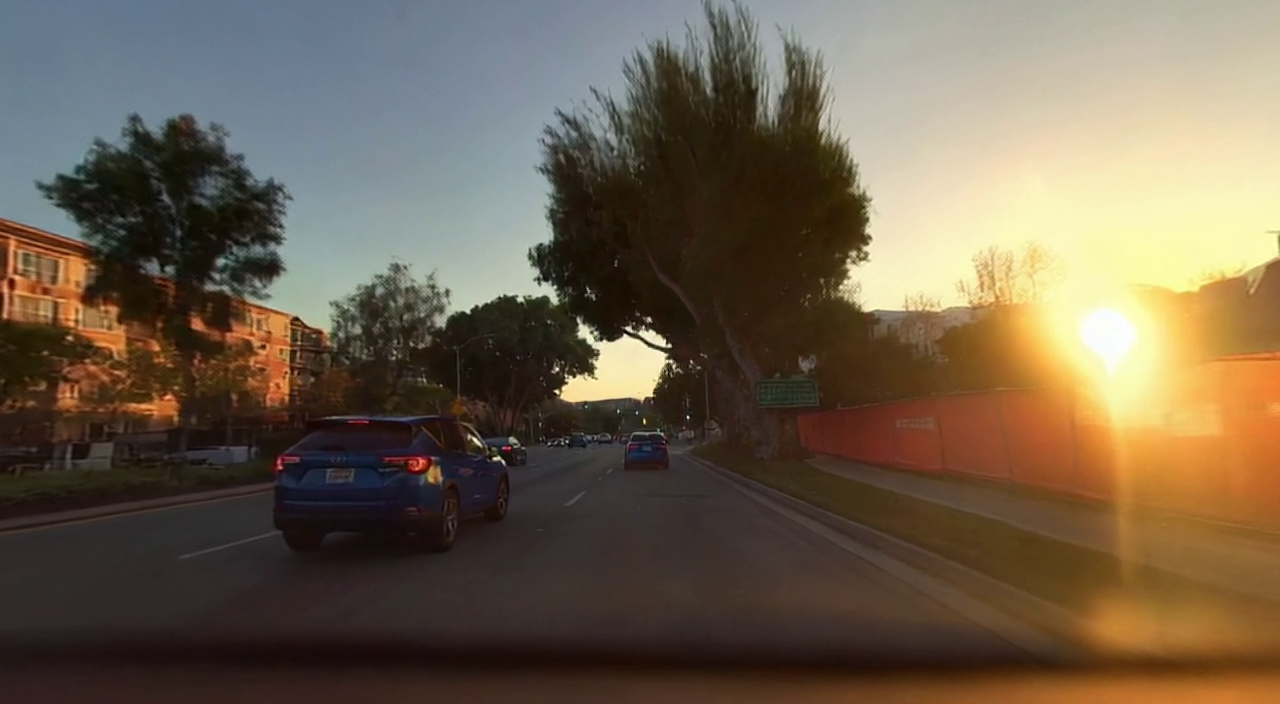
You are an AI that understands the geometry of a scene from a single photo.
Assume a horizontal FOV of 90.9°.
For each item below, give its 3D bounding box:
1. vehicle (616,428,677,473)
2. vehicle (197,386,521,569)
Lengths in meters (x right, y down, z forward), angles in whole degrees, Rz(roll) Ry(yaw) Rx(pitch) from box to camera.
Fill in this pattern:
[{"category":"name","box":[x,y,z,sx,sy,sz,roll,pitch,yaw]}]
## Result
[{"category":"vehicle","box":[0.227,3.901,25.199,2.227,1.654,4.091,0,-8,-1]},{"category":"vehicle","box":[-3.319,1.616,8.913,2.157,1.824,4.986,0,-8,2]}]
